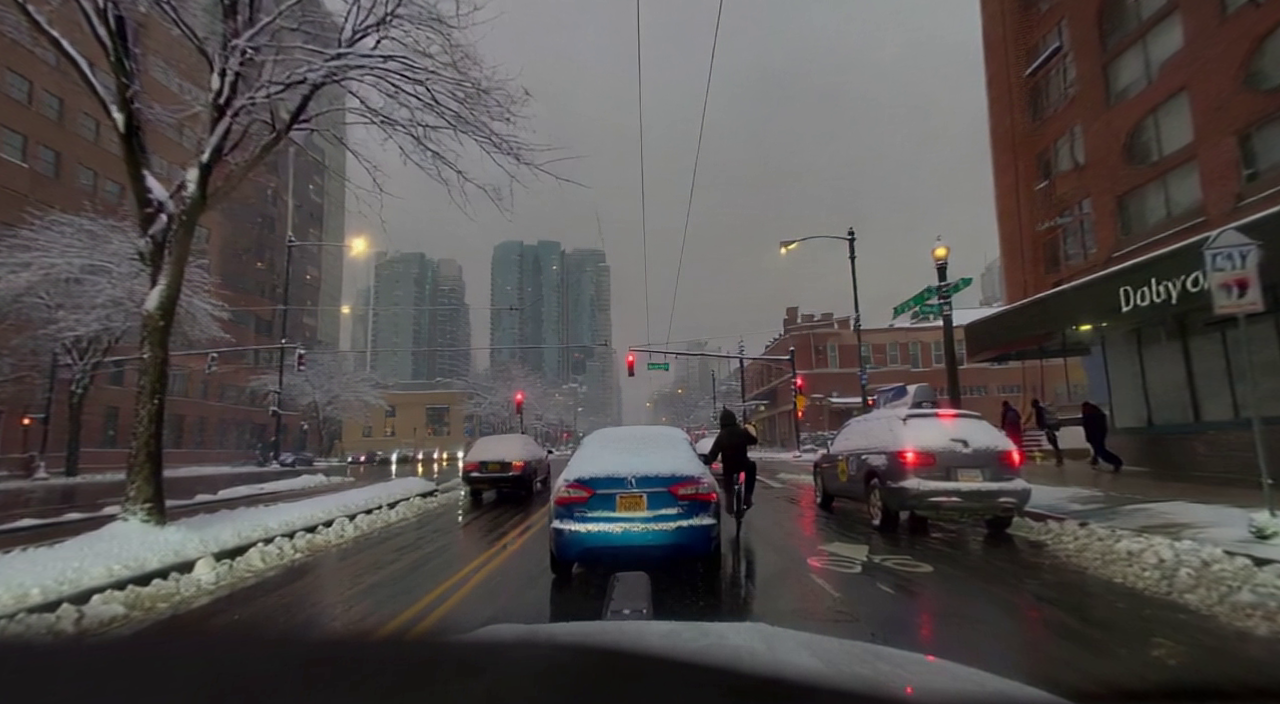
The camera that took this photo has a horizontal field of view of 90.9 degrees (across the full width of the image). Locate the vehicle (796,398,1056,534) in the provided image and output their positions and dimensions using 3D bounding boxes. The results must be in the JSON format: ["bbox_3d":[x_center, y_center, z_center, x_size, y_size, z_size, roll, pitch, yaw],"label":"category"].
[{"bbox_3d":[4.504,1.908,11.037,2.142,1.829,4.767,0,-9,-2],"label":"vehicle"}]

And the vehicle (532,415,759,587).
[{"bbox_3d":[0.033,1.674,7.875,2.091,1.557,4.000,0,-9,0],"label":"vehicle"}]

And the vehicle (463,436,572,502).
[{"bbox_3d":[-3.024,2.995,16.587,2.039,1.452,4.489,0,-8,-1],"label":"vehicle"}]
